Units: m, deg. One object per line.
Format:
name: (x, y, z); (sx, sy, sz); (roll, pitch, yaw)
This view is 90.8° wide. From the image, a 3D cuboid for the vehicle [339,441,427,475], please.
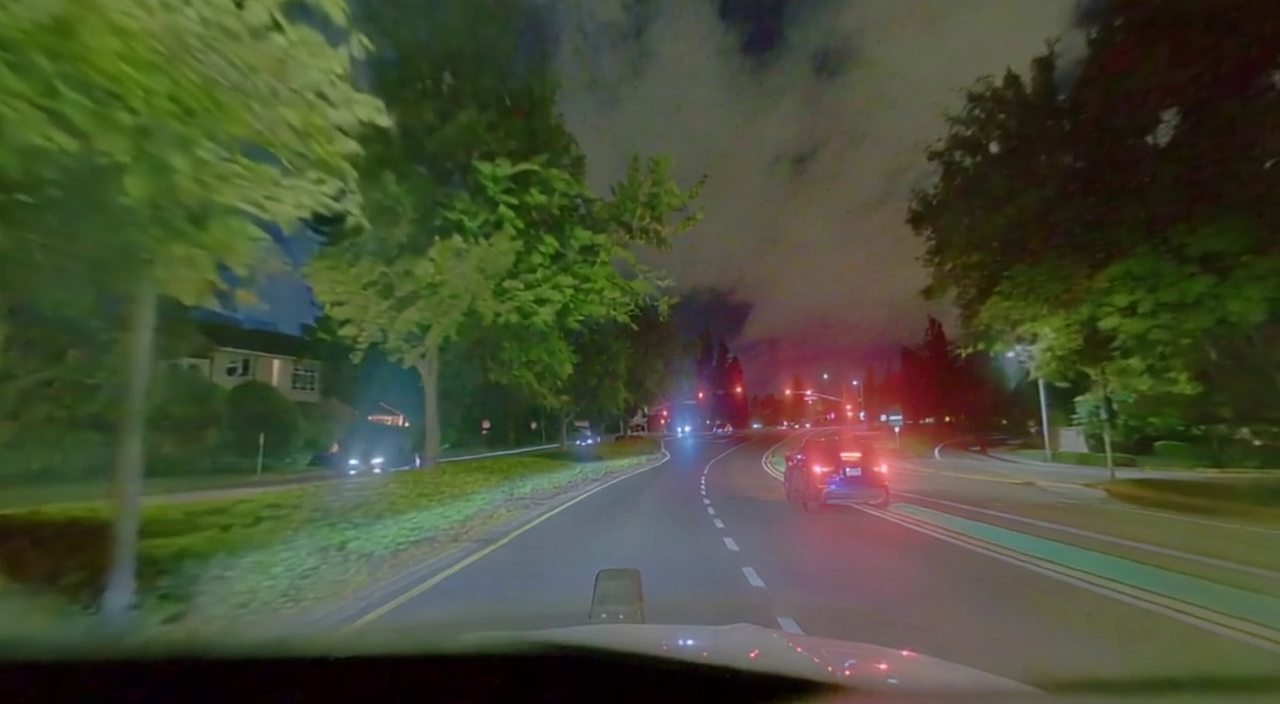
vehicle: (-13.012, 5.406, 32.417); (2.061, 1.559, 4.729); (-1, -9, 7)
